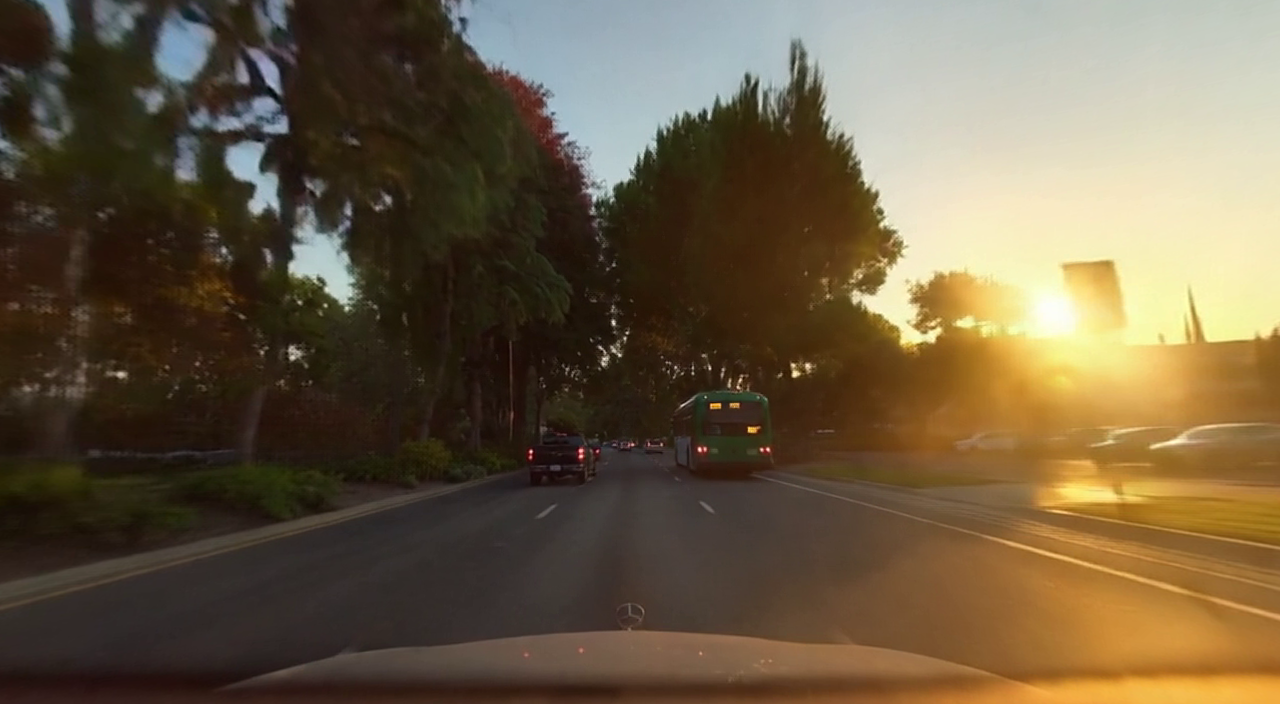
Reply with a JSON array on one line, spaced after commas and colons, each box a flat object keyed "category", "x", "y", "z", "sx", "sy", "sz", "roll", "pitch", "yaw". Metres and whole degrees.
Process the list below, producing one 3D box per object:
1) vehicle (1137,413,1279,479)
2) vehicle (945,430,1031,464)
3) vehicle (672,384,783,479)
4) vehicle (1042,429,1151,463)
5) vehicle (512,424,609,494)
[{"category": "vehicle", "x": 16.677, "y": 2.645, "z": 17.831, "sx": 1.972, "sy": 1.648, "sz": 4.016, "roll": -1, "pitch": -8, "yaw": 2}, {"category": "vehicle", "x": 16.545, "y": 4.584, "z": 30.264, "sx": 1.797, "sy": 1.455, "sz": 4.342, "roll": -2, "pitch": -9, "yaw": 3}, {"category": "vehicle", "x": 3.332, "y": 3.641, "z": 27.990, "sx": 3.059, "sy": 3.264, "sz": 12.623, "roll": 0, "pitch": -8, "yaw": 0}, {"category": "vehicle", "x": 21.843, "y": 4.546, "z": 30.429, "sx": 1.905, "sy": 1.481, "sz": 4.731, "roll": -1, "pitch": -8, "yaw": 3}, {"category": "vehicle", "x": -2.255, "y": 3.225, "z": 19.424, "sx": 2.074, "sy": 1.849, "sz": 5.137, "roll": -1, "pitch": -8, "yaw": 3}]
